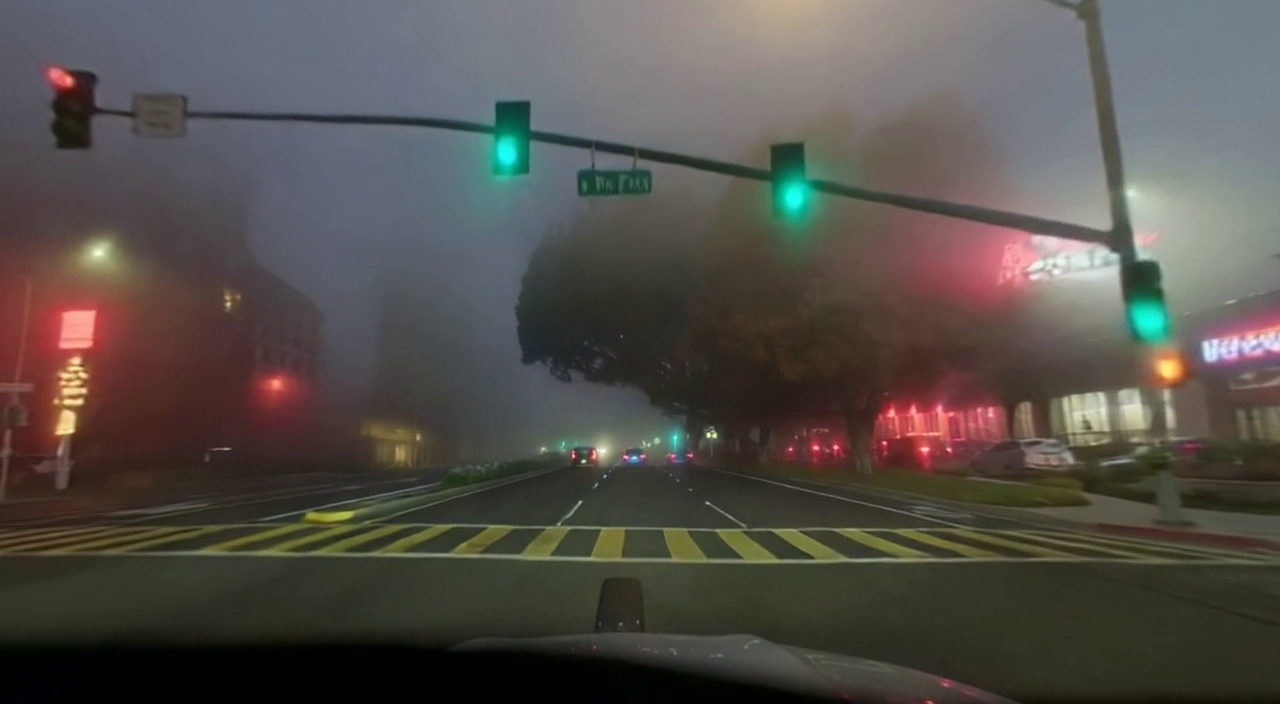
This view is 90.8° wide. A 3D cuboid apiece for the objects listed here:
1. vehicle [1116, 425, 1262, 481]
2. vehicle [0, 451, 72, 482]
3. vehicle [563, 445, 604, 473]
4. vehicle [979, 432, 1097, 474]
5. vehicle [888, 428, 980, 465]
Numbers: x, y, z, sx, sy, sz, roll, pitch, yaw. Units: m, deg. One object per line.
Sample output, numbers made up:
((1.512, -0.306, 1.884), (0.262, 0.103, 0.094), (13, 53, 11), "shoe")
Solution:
((17.123, 3.122, 19.654), (4.759, 1.476, 1.911), (3, -12, -32), "vehicle")
((-33.555, 6.064, 33.603), (4.544, 1.515, 2.218), (-1, -8, 3), "vehicle")
((-3.351, 6.445, 38.402), (2.035, 1.564, 4.702), (0, -8, 0), "vehicle")
((16.319, 4.095, 25.870), (4.673, 1.555, 2.010), (5, -10, -30), "vehicle")
((16.568, 5.311, 35.581), (5.004, 1.893, 2.228), (5, -10, -32), "vehicle")
